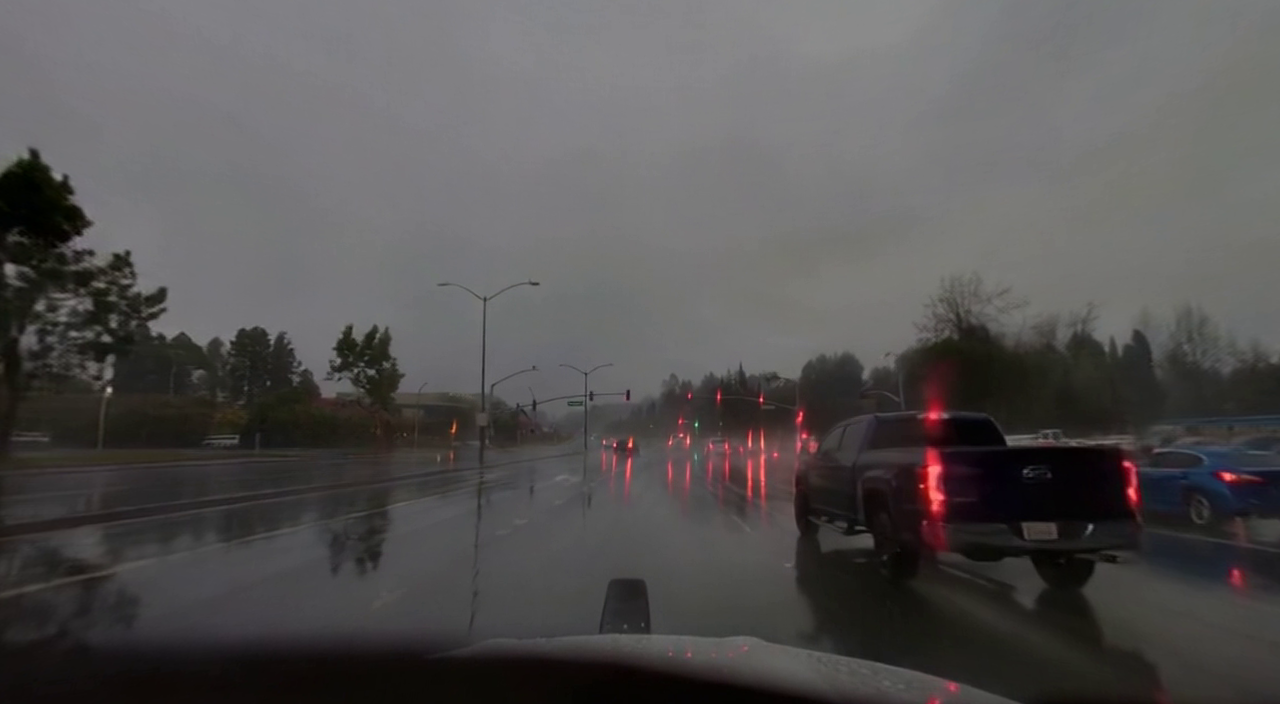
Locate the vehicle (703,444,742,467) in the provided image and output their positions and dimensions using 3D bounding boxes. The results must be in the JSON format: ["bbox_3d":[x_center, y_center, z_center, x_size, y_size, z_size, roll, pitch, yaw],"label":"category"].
[{"bbox_3d":[5.789,7.352,44.939,2.292,1.563,4.734,-1,-9,2],"label":"vehicle"}]

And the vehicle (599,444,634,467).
[{"bbox_3d":[-1.577,7.204,44.111,1.958,1.542,4.175,-1,-9,5],"label":"vehicle"}]

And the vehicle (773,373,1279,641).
[{"bbox_3d":[3.311,1.451,7.120,2.333,1.777,5.713,0,-9,0],"label":"vehicle"}]
